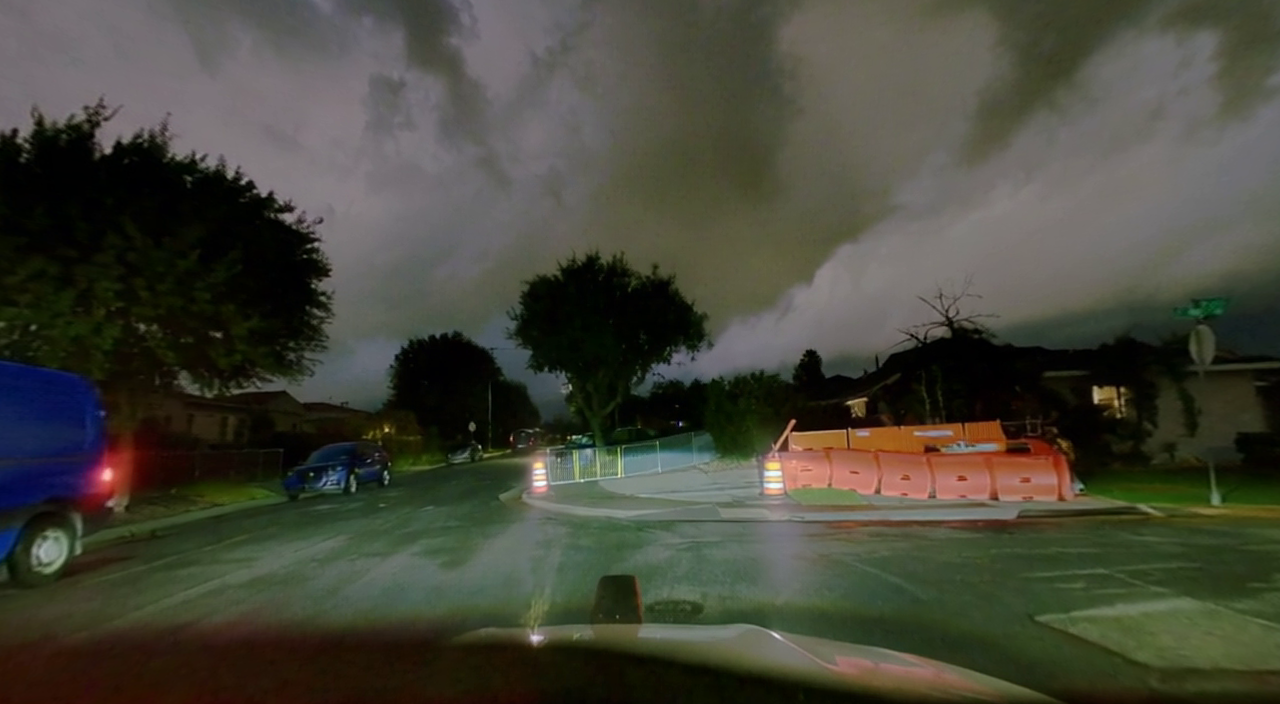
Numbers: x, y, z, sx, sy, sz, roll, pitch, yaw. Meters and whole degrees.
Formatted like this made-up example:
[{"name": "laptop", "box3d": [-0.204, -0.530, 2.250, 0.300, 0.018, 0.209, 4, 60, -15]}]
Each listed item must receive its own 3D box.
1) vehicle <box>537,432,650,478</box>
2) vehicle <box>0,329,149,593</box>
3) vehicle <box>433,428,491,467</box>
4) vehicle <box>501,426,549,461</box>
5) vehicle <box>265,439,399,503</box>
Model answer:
[{"name": "vehicle", "box3d": [-1.508, 3.513, 21.899, 1.827, 1.436, 4.070, -5, -9, 32]}, {"name": "vehicle", "box3d": [-7.100, 0.908, 4.444, 2.284, 2.500, 7.006, -2, -6, -6]}, {"name": "vehicle", "box3d": [-9.603, 5.186, 34.433, 2.042, 1.937, 4.960, 0, -8, -4]}, {"name": "vehicle", "box3d": [-6.828, 5.501, 37.961, 2.219, 1.984, 4.712, 0, -8, -3]}, {"name": "vehicle", "box3d": [-8.295, 3.185, 17.443, 1.899, 1.524, 4.082, 0, -8, -5]}]
